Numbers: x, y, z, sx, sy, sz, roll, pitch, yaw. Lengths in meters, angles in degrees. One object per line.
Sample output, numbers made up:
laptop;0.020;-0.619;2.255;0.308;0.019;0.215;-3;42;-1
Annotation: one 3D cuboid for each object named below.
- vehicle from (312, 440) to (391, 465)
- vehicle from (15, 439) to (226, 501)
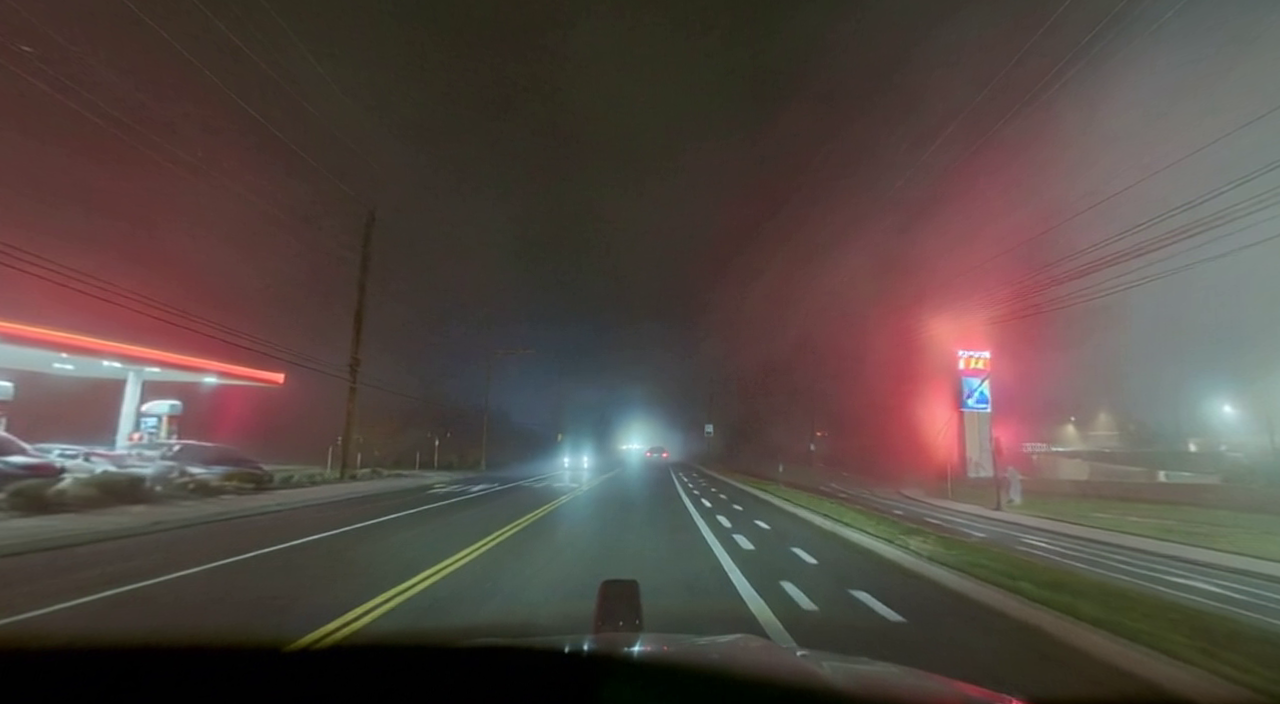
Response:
vehicle;-22.163;7.726;48.793;2.094;1.778;5.276;-5;-10;28
vehicle;-13.862;3.147;17.352;1.947;1.435;4.606;0;-9;-1
